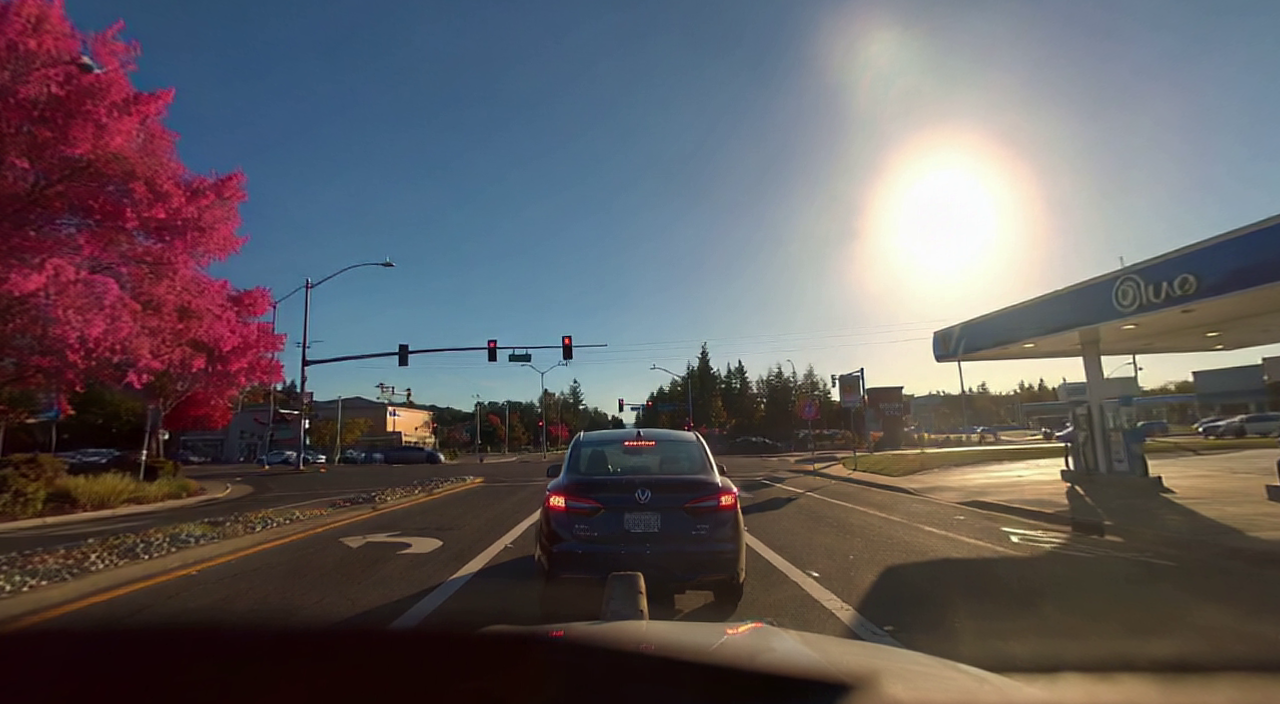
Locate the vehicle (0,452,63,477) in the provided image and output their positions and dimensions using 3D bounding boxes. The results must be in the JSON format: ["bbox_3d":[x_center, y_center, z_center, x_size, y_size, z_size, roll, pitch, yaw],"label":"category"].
[{"bbox_3d":[-40.080,7.111,39.847,4.813,1.455,1.889,3,-9,-20],"label":"vehicle"}]

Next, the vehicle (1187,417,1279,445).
[{"bbox_3d":[36.315,4.860,38.482,1.848,1.581,4.475,-1,-8,3],"label":"vehicle"}]

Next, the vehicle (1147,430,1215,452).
[{"bbox_3d":[40.937,6.721,47.715,3.573,1.432,1.604,-3,-8,1],"label":"vehicle"}]

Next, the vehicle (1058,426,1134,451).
[{"bbox_3d":[34.595,6.595,47.904,4.294,1.557,1.744,-4,-8,1],"label":"vehicle"}]

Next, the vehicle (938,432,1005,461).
[{"bbox_3d":[18.385,5.239,34.859,2.053,1.495,4.091,-8,-12,44],"label":"vehicle"}]

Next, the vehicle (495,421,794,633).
[{"bbox_3d":[0.009,1.537,6.564,2.112,1.482,4.057,0,-8,-1],"label":"vehicle"}]
